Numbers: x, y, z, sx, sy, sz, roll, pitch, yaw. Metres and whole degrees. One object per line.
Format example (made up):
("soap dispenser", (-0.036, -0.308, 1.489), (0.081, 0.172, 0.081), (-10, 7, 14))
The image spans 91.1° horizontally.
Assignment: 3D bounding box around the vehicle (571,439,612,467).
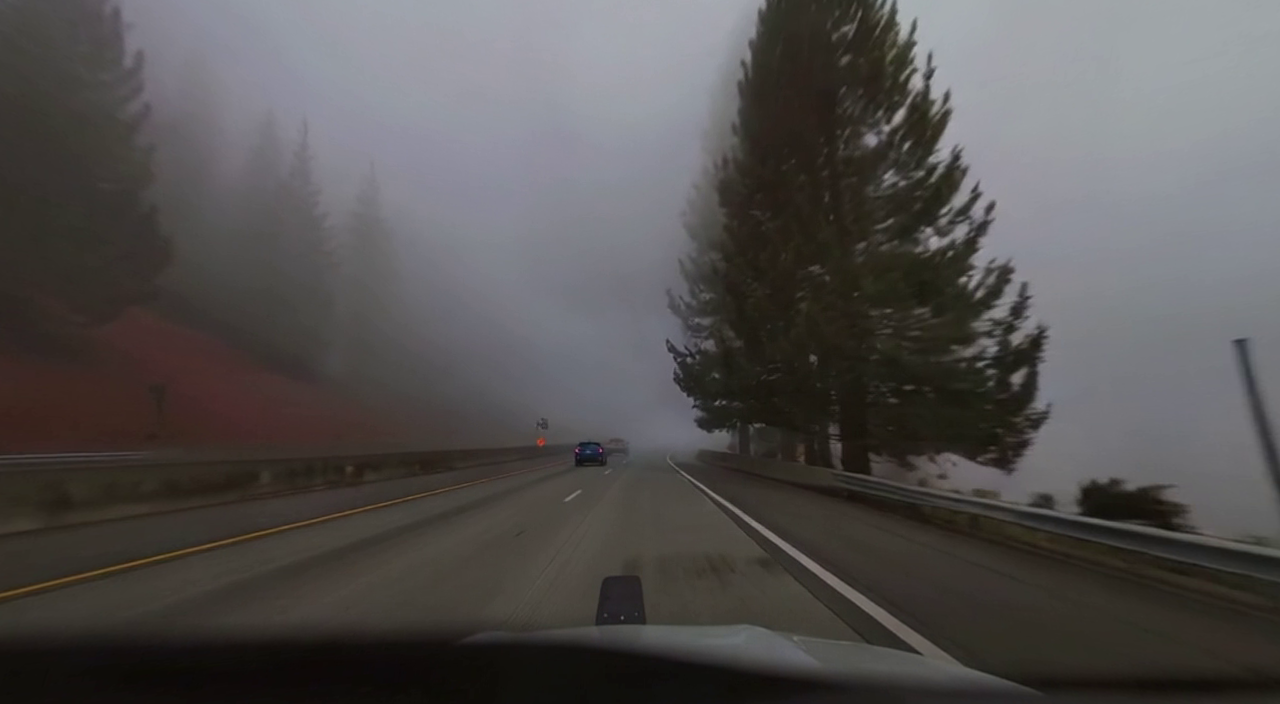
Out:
("vehicle", (-2.893, 6.232, 38.765), (2.053, 1.589, 4.671), (0, -8, 2))
